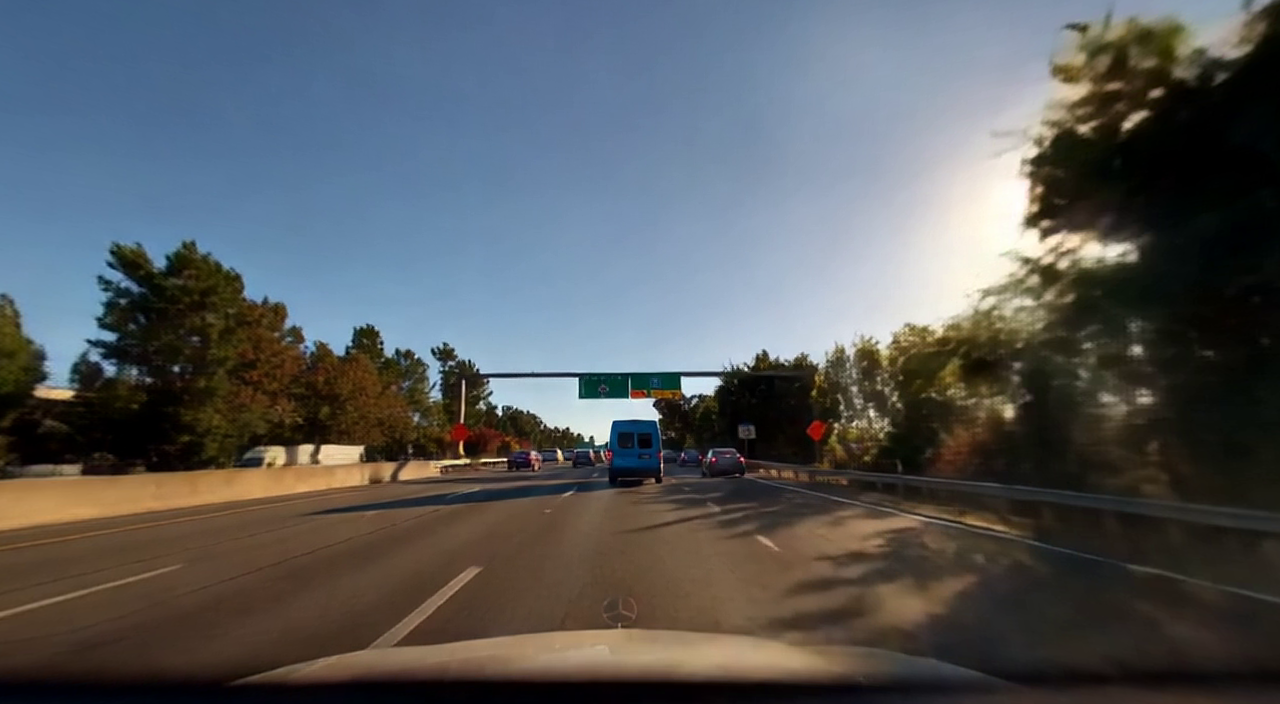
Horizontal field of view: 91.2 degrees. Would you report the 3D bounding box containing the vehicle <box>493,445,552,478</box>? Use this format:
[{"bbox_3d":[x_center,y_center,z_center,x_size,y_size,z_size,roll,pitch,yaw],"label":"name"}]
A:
[{"bbox_3d":[-5.703,5.374,30.928,2.003,1.498,4.386,-1,-9,1],"label":"vehicle"}]

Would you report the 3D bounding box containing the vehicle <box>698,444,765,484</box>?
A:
[{"bbox_3d":[3.653,4.597,25.986,2.015,1.491,4.732,0,-9,-1],"label":"vehicle"}]

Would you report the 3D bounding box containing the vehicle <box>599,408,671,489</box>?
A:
[{"bbox_3d":[-0.200,3.476,22.598,2.268,2.551,5.144,0,-9,-1],"label":"vehicle"}]

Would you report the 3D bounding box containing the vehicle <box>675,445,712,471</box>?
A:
[{"bbox_3d":[3.379,6.801,40.377,1.978,1.510,4.462,-1,-9,1],"label":"vehicle"}]
